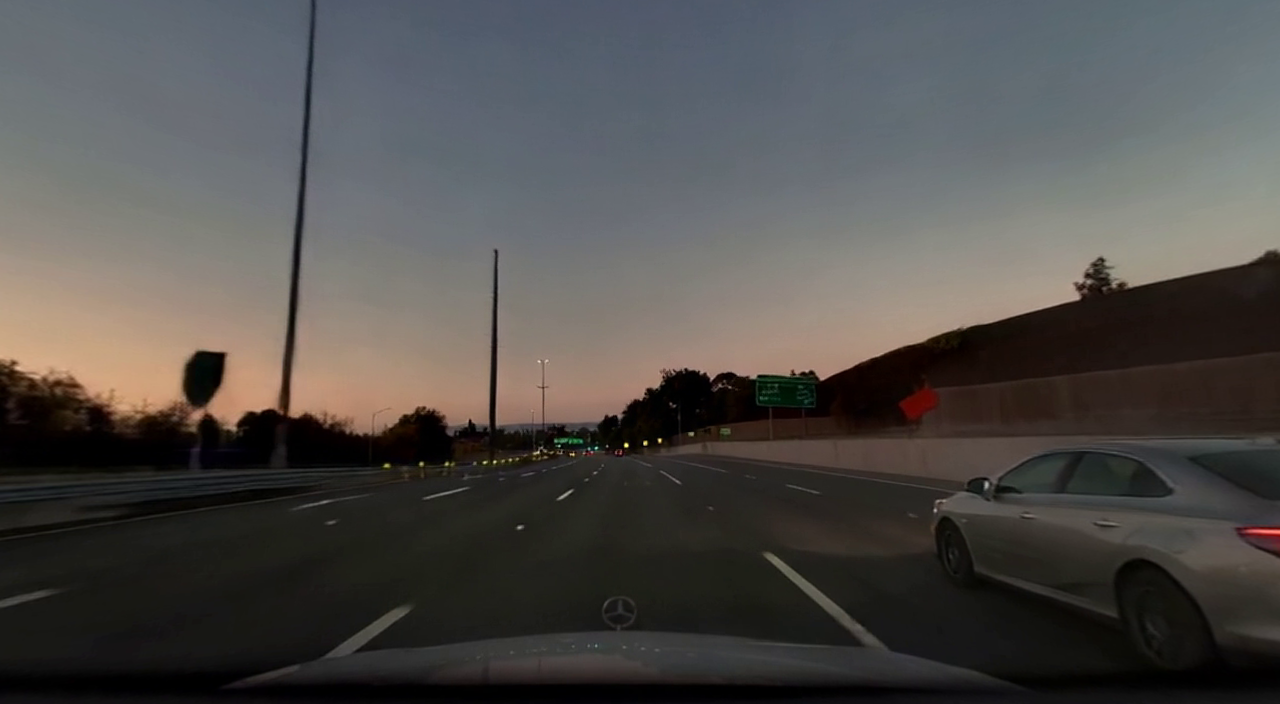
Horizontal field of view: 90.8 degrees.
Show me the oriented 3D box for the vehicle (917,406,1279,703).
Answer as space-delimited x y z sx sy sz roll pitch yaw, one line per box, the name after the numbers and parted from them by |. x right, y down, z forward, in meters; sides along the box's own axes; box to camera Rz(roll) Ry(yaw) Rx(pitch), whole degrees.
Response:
3.838 1.116 3.636 2.217 1.477 4.817 0 -9 -1 | vehicle
